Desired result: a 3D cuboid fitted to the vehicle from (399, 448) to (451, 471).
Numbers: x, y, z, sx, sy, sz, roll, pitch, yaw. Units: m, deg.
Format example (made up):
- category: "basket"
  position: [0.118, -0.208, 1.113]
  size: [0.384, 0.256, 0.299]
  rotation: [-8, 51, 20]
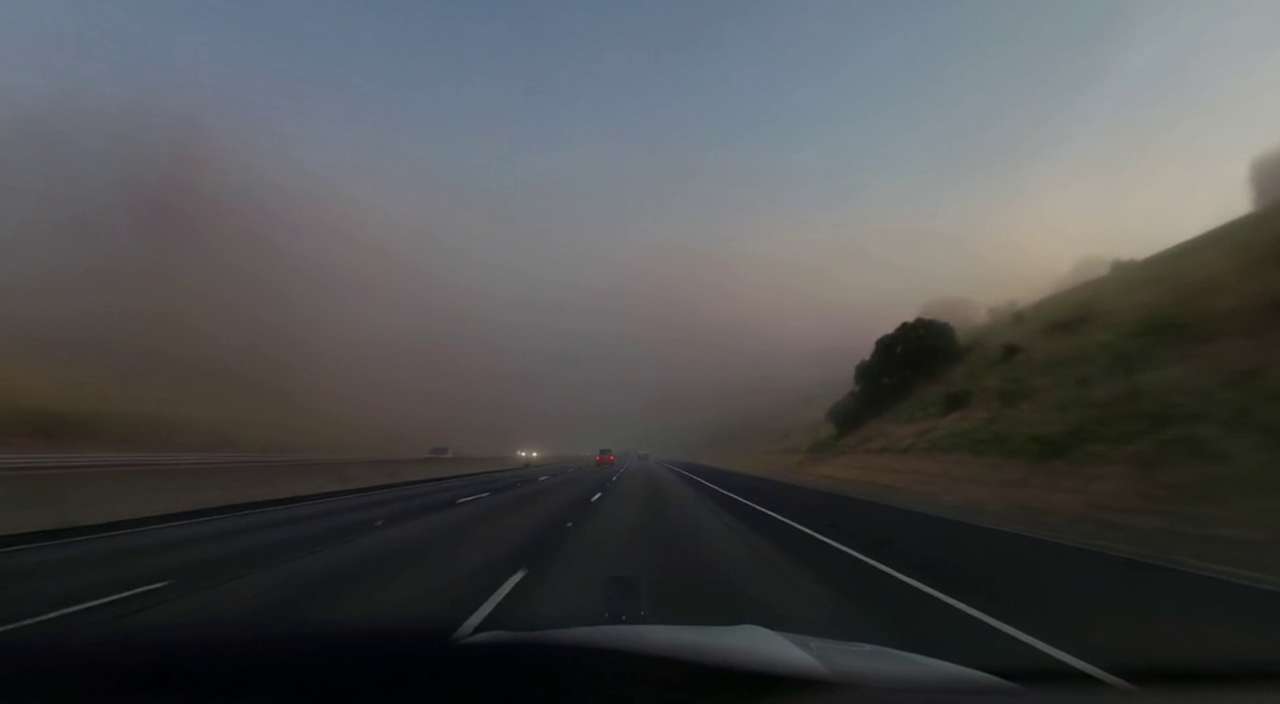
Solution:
- category: "vehicle"
  position: [-14.386, 7.212, 42.431]
  size: [1.856, 1.465, 4.534]
  rotation: [0, -9, 0]
